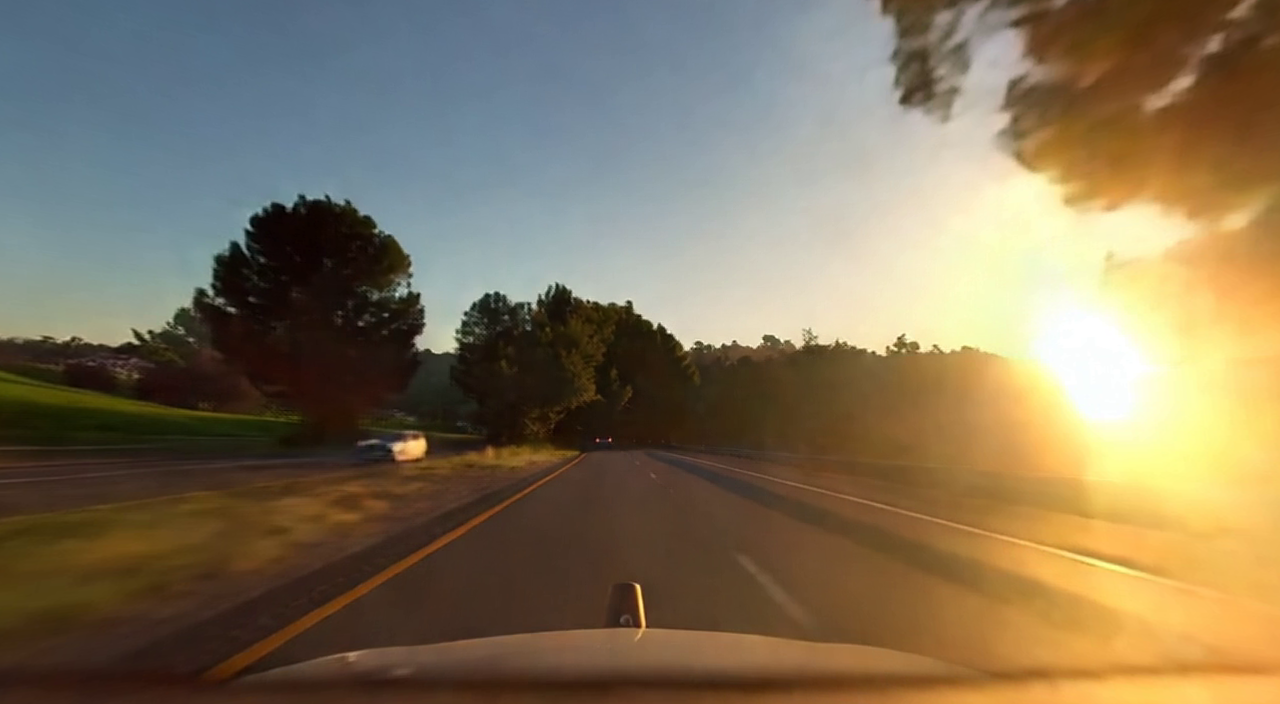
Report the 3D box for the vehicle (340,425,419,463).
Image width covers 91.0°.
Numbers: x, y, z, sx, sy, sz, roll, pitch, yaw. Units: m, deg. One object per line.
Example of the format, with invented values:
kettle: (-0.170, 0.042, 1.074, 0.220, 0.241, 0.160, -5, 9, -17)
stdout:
vehicle: (-12.883, 4.596, 31.462, 2.143, 1.728, 4.574, 0, -8, -3)
